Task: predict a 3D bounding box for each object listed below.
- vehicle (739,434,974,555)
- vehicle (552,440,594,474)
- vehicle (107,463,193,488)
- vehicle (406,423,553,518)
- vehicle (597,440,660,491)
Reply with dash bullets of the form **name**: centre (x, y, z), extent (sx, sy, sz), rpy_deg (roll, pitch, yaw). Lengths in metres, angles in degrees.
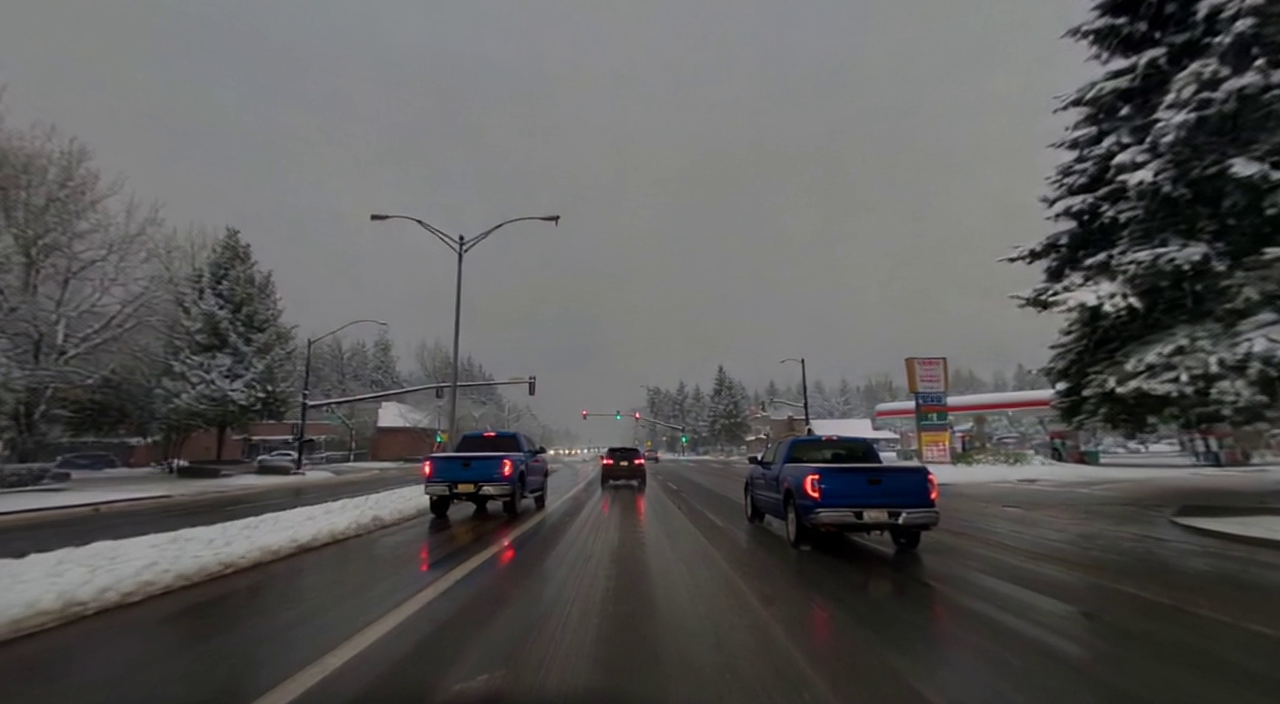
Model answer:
- **vehicle**: centre (3.054, 2.115, 10.151), extent (2.061, 1.487, 4.462), rpy_deg (0, -9, -2)
- **vehicle**: centre (-4.209, 6.718, 40.689), extent (2.321, 2.026, 5.307), rpy_deg (0, -9, -2)
- **vehicle**: centre (-36.272, 9.087, 46.834), extent (1.929, 1.636, 4.589), rpy_deg (-7, -11, 38)
- **vehicle**: centre (-3.613, 2.811, 15.566), extent (2.195, 1.905, 5.634), rpy_deg (0, -9, -1)
- **vehicle**: centre (-0.415, 3.959, 22.314), extent (2.029, 1.605, 3.827), rpy_deg (0, -9, -2)
